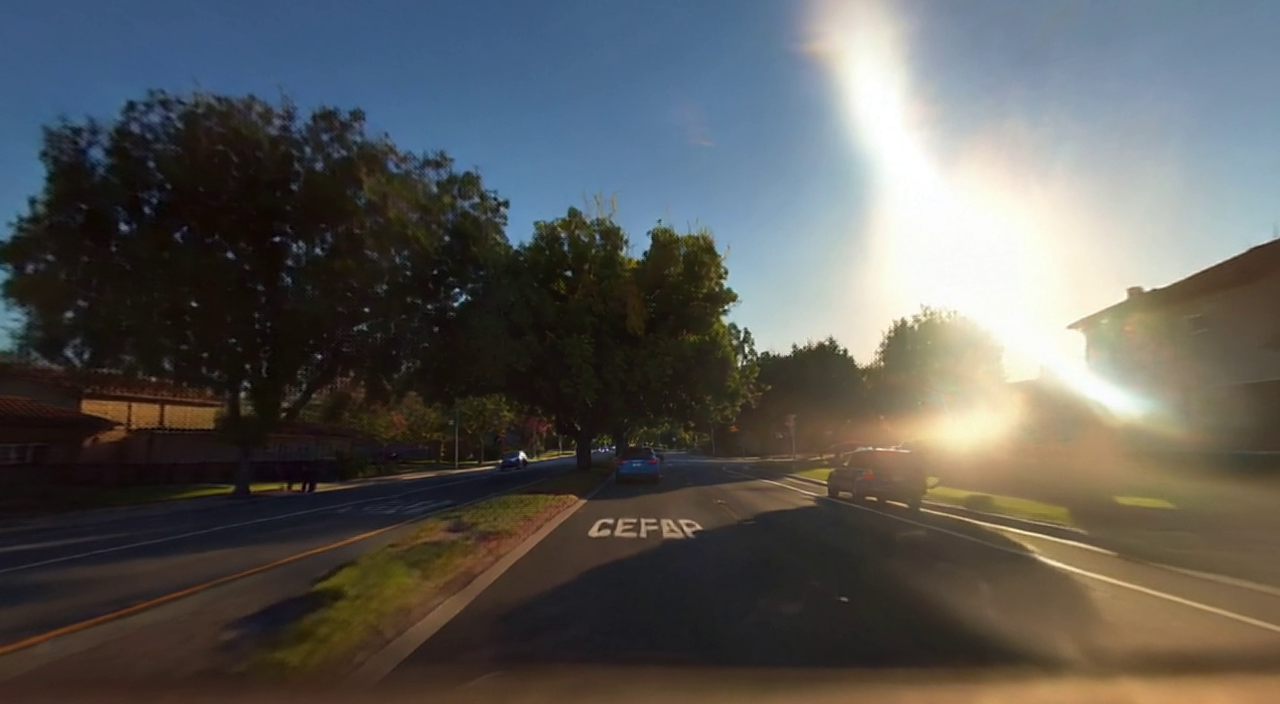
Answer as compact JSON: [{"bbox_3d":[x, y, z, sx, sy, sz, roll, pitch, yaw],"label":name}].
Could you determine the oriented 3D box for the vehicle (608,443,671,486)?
[{"bbox_3d":[-0.034,4.255,24.230,2.158,1.469,4.909,0,-9,0],"label":"vehicle"}]

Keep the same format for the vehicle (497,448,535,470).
[{"bbox_3d":[-9.032,7.801,46.278,1.945,1.530,3.740,-1,-9,2],"label":"vehicle"}]
